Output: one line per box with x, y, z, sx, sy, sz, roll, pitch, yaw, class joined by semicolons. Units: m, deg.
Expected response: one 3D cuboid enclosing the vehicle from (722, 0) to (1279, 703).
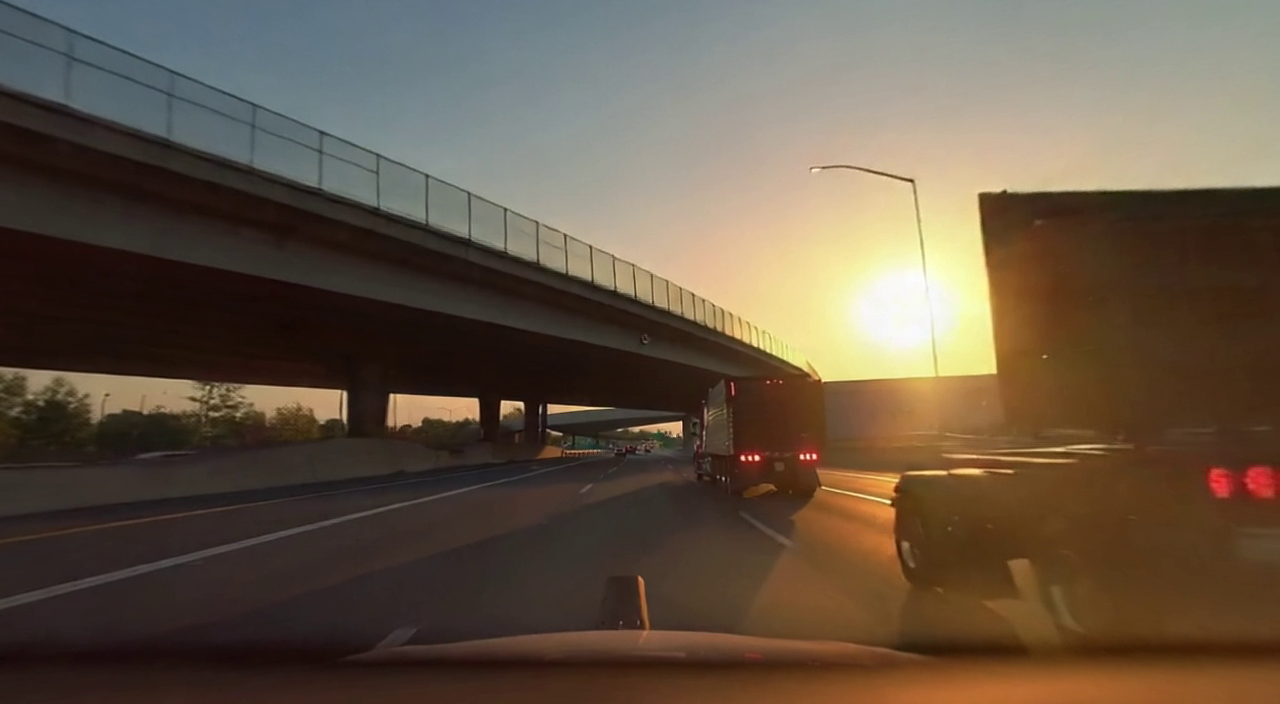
3.820;0.687;9.796;2.949;4.149;16.046;0;-9;0;vehicle
